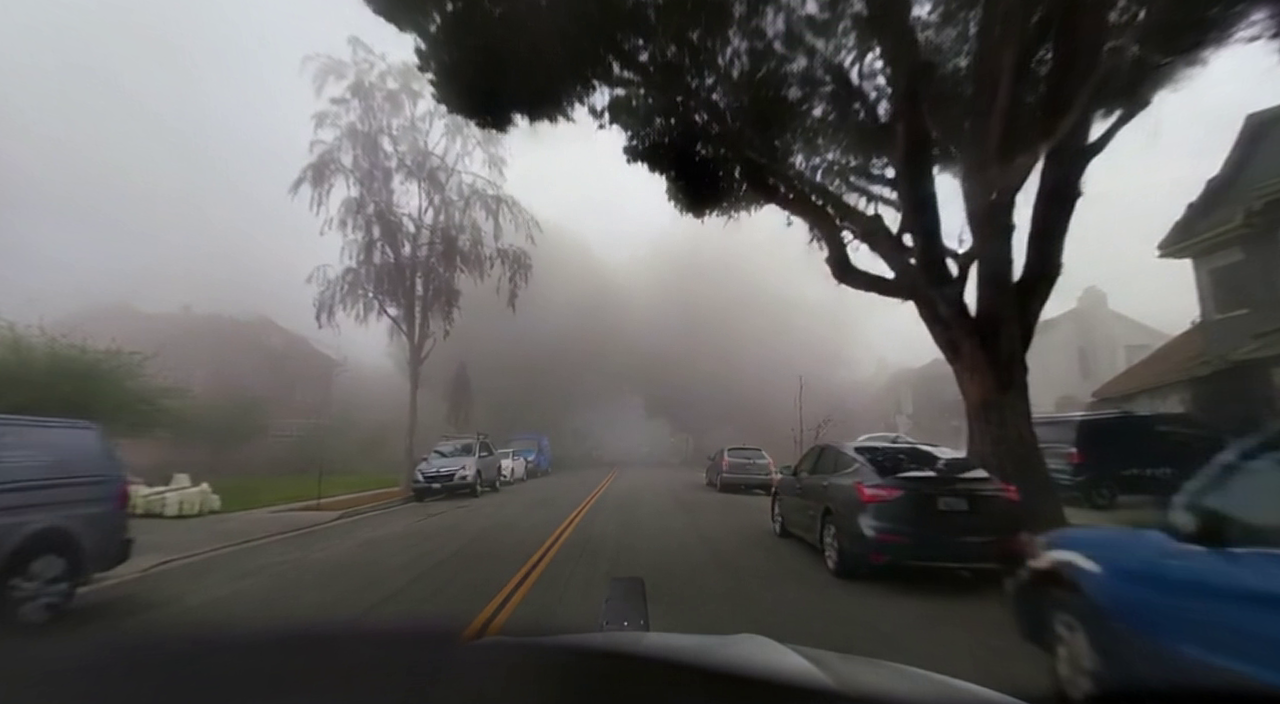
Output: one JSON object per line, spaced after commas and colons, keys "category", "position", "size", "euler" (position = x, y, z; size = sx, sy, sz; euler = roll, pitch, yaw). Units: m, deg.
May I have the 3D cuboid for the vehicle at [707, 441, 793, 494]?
{"category": "vehicle", "position": [3.414, 3.683, 20.503], "size": [1.945, 1.514, 4.552], "euler": [0, -8, 0]}

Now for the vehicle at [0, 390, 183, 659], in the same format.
{"category": "vehicle", "position": [-5.451, 1.067, 3.572], "size": [2.163, 1.818, 4.697], "euler": [0, -8, 0]}

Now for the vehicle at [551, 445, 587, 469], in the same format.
{"category": "vehicle", "position": [-4.966, 7.430, 44.834], "size": [2.038, 1.571, 4.524], "euler": [0, -8, 0]}

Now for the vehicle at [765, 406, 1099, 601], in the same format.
{"category": "vehicle", "position": [3.145, 1.730, 8.193], "size": [2.172, 1.764, 4.685], "euler": [0, -8, 1]}

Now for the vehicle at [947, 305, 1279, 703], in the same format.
{"category": "vehicle", "position": [3.159, 0.714, 1.714], "size": [2.059, 1.824, 5.045], "euler": [0, -8, 0]}

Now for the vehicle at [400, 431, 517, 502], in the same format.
{"category": "vehicle", "position": [-5.297, 3.386, 19.133], "size": [2.090, 1.855, 4.494], "euler": [0, -8, 2]}
